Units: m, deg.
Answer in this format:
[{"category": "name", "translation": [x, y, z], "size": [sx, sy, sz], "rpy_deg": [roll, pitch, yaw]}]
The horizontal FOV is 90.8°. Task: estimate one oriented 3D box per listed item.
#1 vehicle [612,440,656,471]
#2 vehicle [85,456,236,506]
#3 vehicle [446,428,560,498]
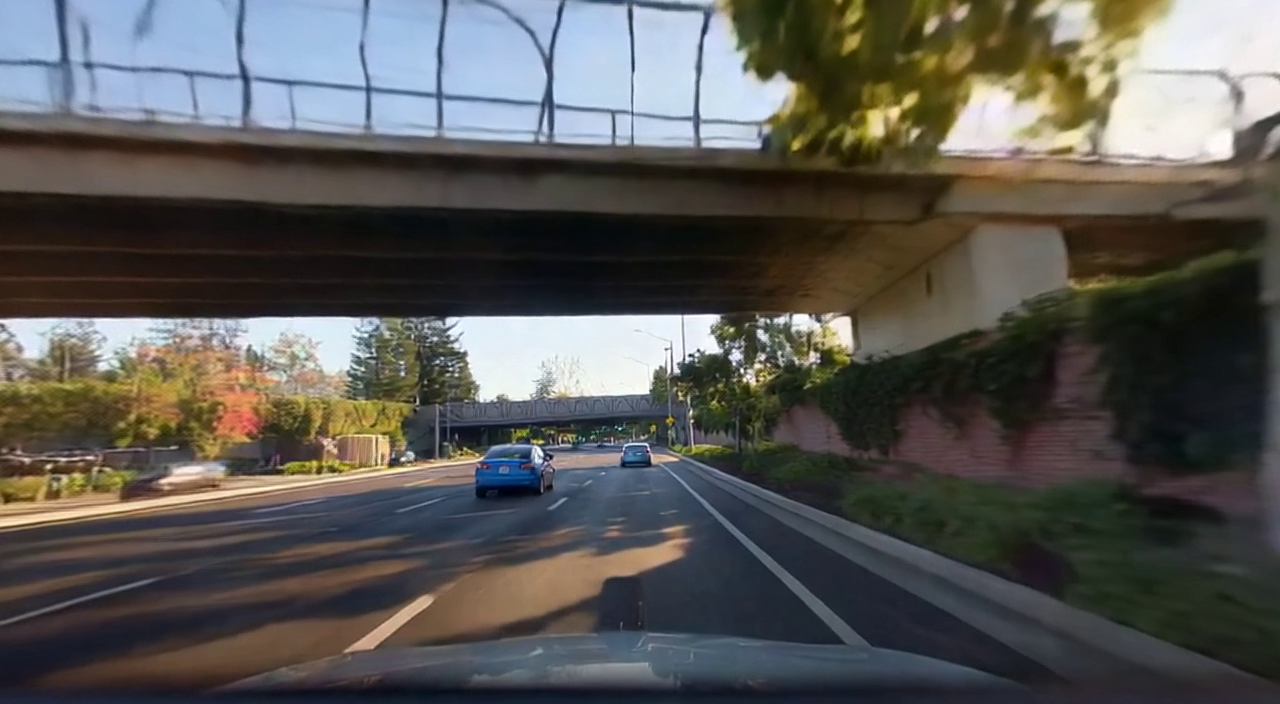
[{"category": "vehicle", "translation": [-0.342, 5.513, 33.818], "size": [2.205, 1.509, 4.272], "rpy_deg": [0, -8, -1]}, {"category": "vehicle", "translation": [-17.737, 4.752, 23.745], "size": [1.983, 1.552, 4.798], "rpy_deg": [0, -9, -2]}, {"category": "vehicle", "translation": [-3.818, 3.195, 18.533], "size": [2.223, 1.771, 4.581], "rpy_deg": [0, -8, 1]}]
